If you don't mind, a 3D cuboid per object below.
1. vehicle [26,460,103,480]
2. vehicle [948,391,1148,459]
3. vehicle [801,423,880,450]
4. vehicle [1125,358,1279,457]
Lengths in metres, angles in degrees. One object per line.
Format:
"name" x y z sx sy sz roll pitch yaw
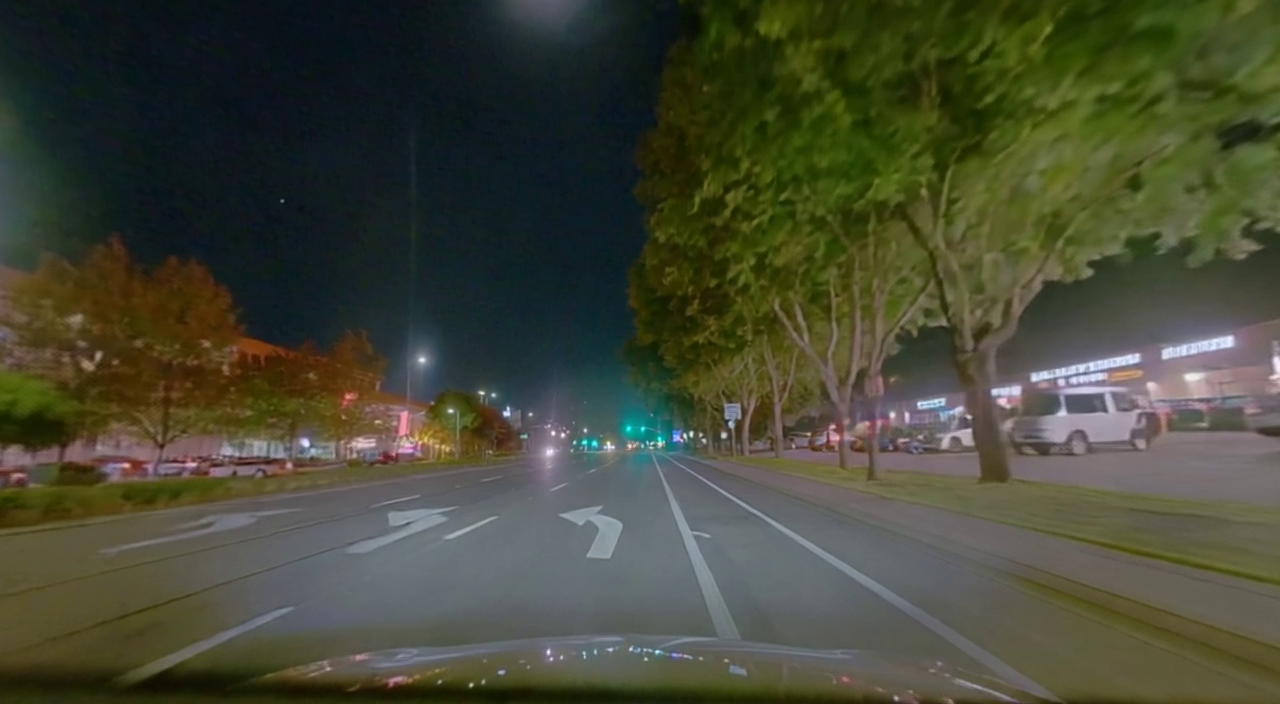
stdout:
"vehicle" -44.352 9.078 48.626 4.162 1.448 1.900 0 -8 2
"vehicle" 12.853 2.336 20.163 4.713 1.767 2.268 -4 -7 2
"vehicle" 13.160 5.603 41.648 4.469 1.709 2.098 0 -8 0
"vehicle" 12.786 1.141 12.361 4.719 1.763 2.128 0 -8 -1
